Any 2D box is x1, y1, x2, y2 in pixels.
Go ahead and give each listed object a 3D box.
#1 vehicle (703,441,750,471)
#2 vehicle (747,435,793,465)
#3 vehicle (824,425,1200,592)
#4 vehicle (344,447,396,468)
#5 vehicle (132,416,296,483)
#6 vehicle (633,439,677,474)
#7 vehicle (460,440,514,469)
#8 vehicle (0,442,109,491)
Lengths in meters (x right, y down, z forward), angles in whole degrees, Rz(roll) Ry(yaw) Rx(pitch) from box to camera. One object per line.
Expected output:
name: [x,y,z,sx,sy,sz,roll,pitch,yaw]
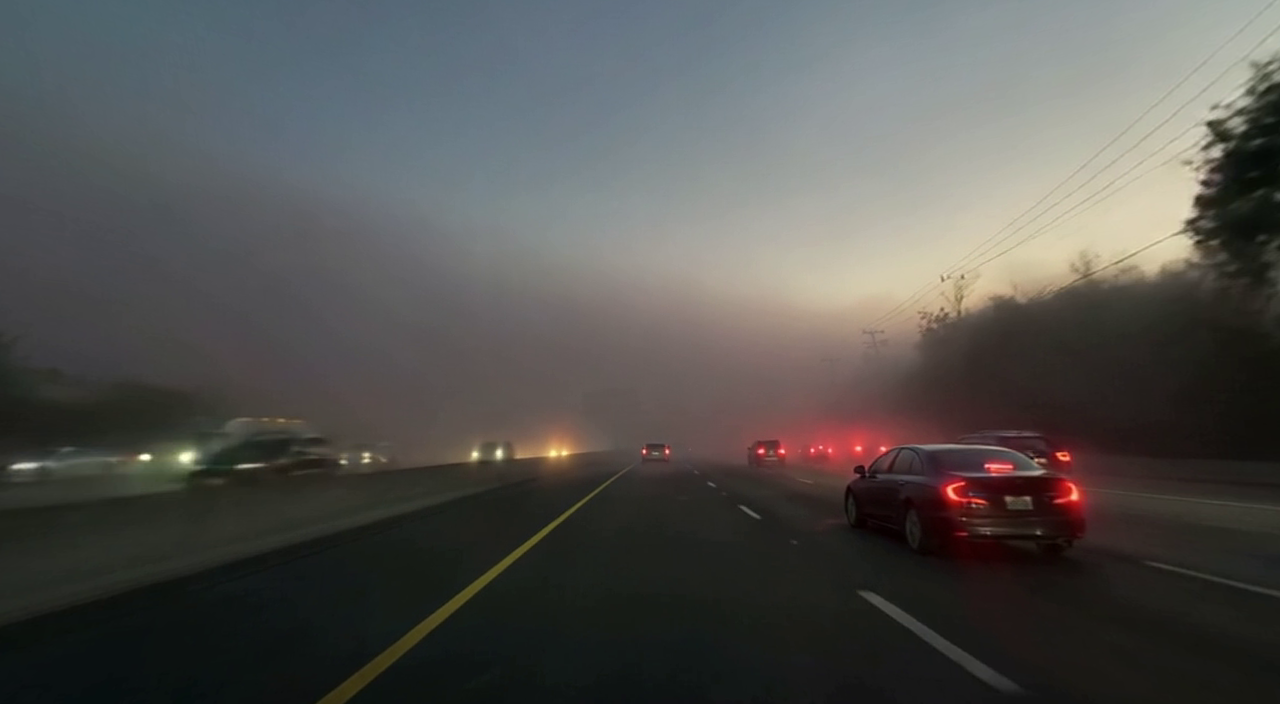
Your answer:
vehicle: [4.468,5.431,33.049,1.936,1.465,4.060,0,-8,1]
vehicle: [8.338,6.313,40.836,2.041,1.821,4.562,0,-8,1]
vehicle: [3.975,1.726,7.901,1.986,1.478,4.429,0,-8,0]
vehicle: [-20.201,7.906,47.334,1.839,1.459,4.244,0,-8,2]
vehicle: [-17.035,3.953,25.779,2.354,2.415,5.937,0,-8,2]
vehicle: [0.742,5.178,31.473,2.042,1.581,3.769,0,-8,1]
vehicle: [-9.366,6.301,39.025,1.984,1.635,4.525,0,-8,3]
vehicle: [-20.911,3.831,21.417,1.856,1.503,4.367,0,-8,1]
